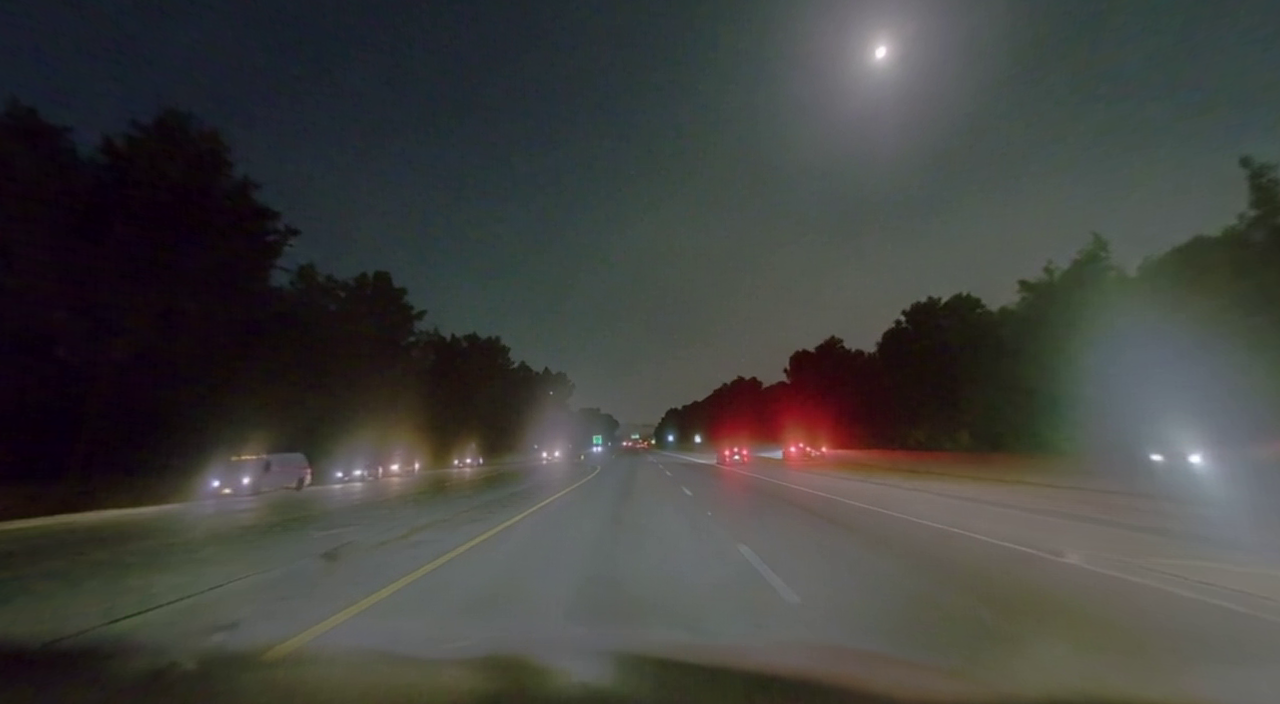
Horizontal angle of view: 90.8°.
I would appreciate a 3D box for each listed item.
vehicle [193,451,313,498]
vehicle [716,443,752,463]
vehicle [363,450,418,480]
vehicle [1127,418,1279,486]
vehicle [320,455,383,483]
[{"bbox_3d":[-17.726,5.604,29.393,1.999,1.875,5.842,0,-8,-2],"label":"vehicle"},{"bbox_3d":[7.282,7.909,49.482,1.961,1.465,4.468,0,-8,-2],"label":"vehicle"},{"bbox_3d":[-17.799,8.022,45.336,1.926,1.684,5.378,-3,-7,-1],"label":"vehicle"},{"bbox_3d":[14.628,2.422,15.381,3.979,1.523,1.792,0,-8,-1],"label":"vehicle"},{"bbox_3d":[-17.892,7.240,39.410,1.851,1.563,4.336,0,-8,-1],"label":"vehicle"}]
